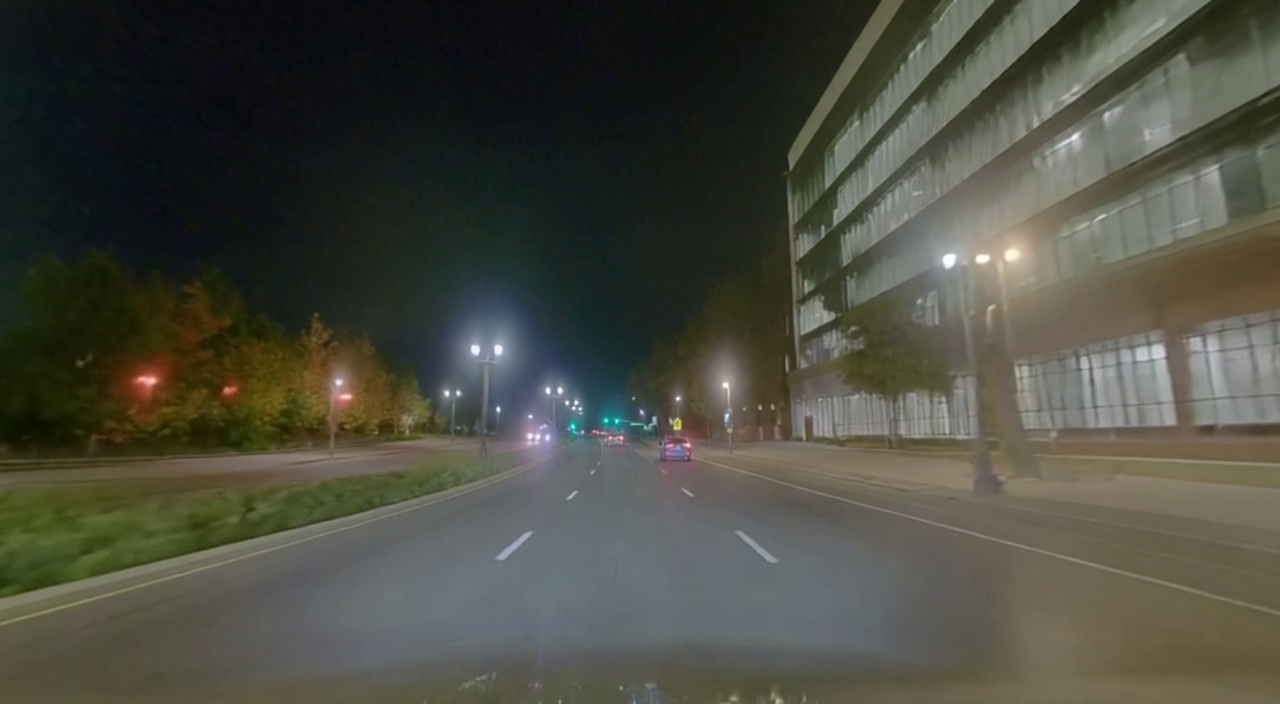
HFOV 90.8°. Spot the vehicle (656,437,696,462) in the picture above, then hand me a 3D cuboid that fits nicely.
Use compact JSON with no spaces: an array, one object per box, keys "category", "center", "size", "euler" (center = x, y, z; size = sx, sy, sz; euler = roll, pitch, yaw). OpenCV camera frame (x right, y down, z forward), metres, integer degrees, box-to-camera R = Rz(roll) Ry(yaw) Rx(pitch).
[{"category":"vehicle","center":[2.251,6.248,40.634],"size":[2.090,1.506,4.382],"euler":[0,-8,-3]}]
